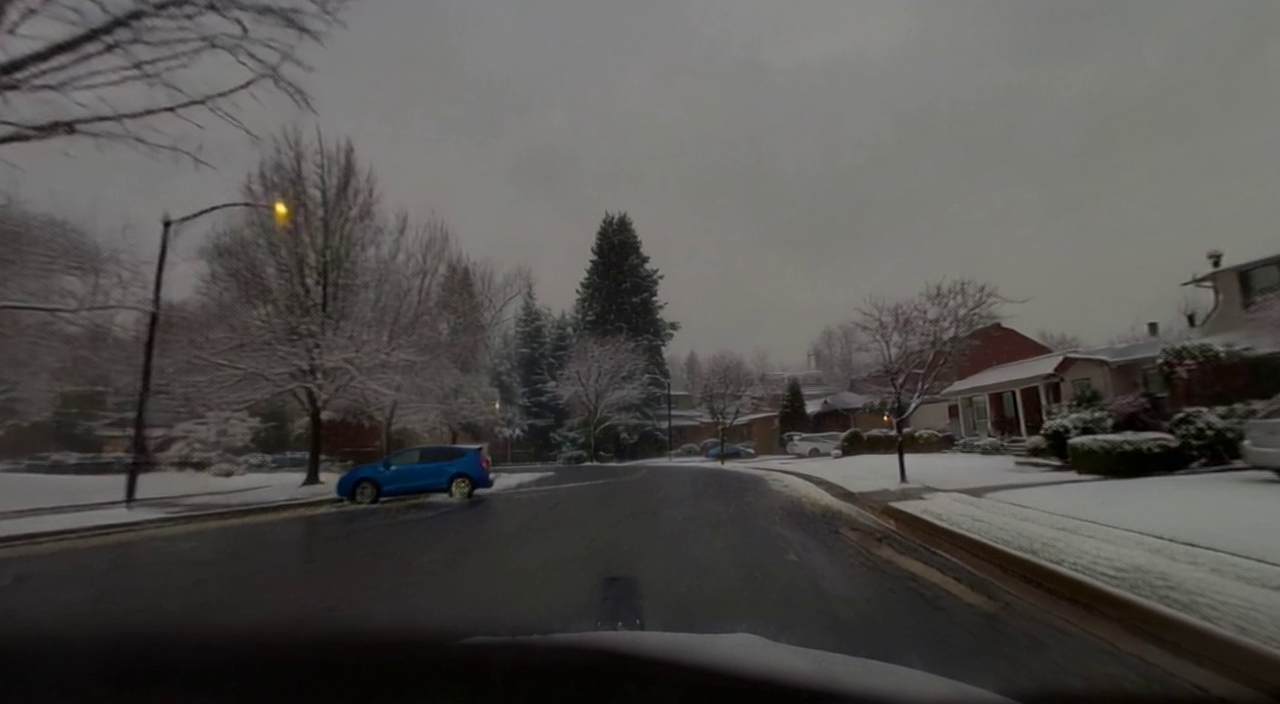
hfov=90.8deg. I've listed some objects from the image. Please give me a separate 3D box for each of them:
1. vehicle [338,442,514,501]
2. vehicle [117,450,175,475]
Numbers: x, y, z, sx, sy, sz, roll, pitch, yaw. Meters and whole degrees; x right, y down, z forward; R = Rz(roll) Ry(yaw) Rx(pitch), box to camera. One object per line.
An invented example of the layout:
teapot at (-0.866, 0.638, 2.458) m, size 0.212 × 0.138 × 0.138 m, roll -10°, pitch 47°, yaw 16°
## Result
vehicle at (-6.459, 3.626, 19.403) m, size 4.692 × 1.660 × 1.879 m, roll -1°, pitch -9°, yaw 5°
vehicle at (-31.950, 7.068, 40.791) m, size 4.764 × 1.487 × 2.002 m, roll -8°, pitch -12°, yaw 42°
